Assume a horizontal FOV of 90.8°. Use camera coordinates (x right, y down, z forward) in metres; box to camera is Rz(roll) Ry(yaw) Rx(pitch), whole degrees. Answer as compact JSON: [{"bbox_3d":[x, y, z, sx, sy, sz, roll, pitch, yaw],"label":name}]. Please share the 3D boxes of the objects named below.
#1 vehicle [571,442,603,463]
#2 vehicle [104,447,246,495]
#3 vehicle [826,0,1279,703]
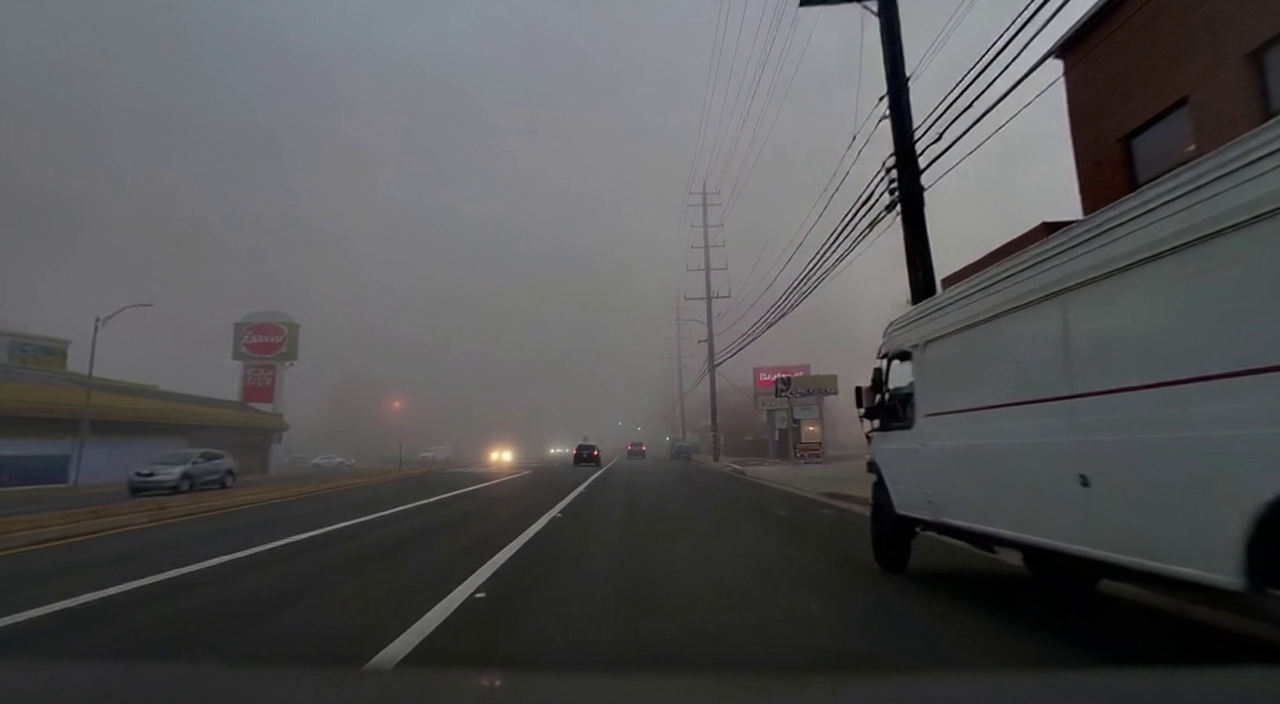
[{"bbox_3d":[-3.937,7.624,47.901,2.179,1.490,4.742,0,-9,-2],"label":"vehicle"},{"bbox_3d":[-18.511,4.715,25.514,2.144,1.725,4.716,0,-9,0],"label":"vehicle"},{"bbox_3d":[3.874,0.300,3.958,3.089,3.207,7.611,0,-9,0],"label":"vehicle"}]
